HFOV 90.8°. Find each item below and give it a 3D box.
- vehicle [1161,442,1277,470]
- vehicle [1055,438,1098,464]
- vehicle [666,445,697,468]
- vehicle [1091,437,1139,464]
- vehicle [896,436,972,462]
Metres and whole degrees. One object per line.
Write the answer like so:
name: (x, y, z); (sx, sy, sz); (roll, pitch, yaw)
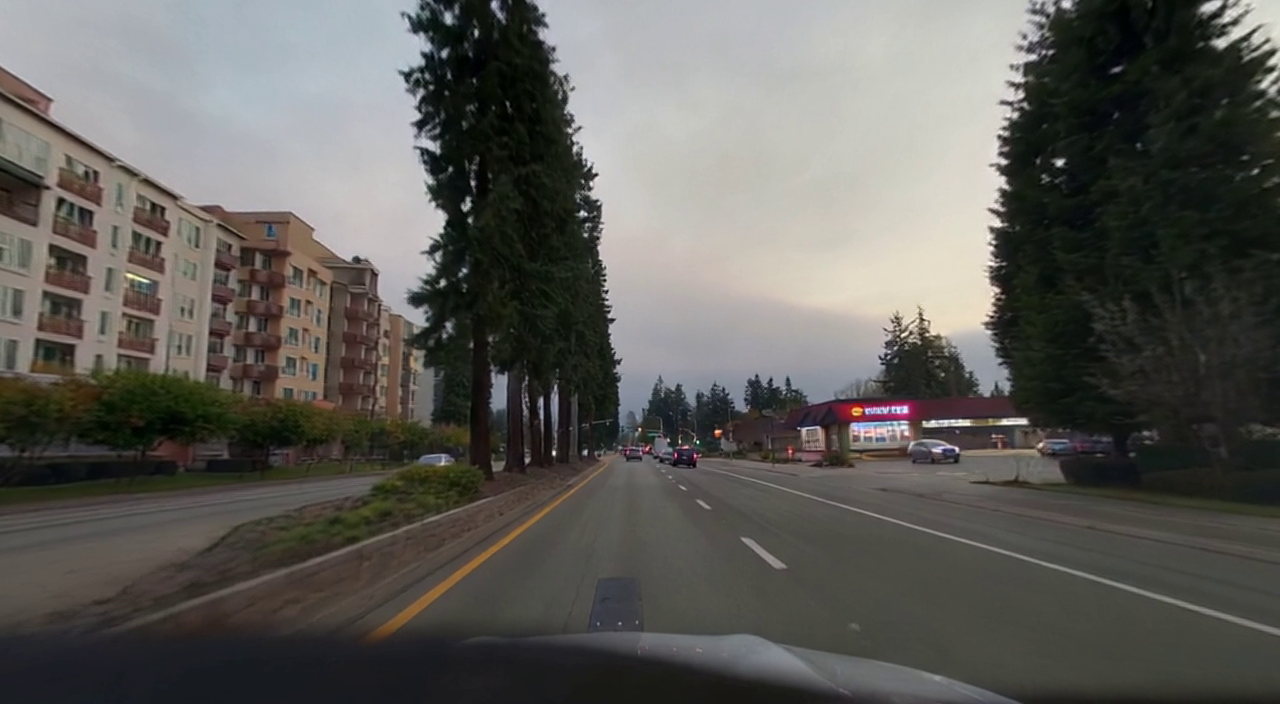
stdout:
vehicle: (34.872, 6.204, 38.175); (1.853, 1.552, 4.707); (4, -9, -30)
vehicle: (34.155, 7.692, 49.524); (2.181, 1.901, 4.222); (-4, -9, 28)
vehicle: (3.156, 8.078, 49.066); (2.041, 1.531, 4.236); (1, -8, -1)
vehicle: (36.738, 7.612, 48.981); (2.160, 1.948, 4.256); (-3, -9, 27)
vehicle: (20.619, 6.822, 44.420); (4.210, 1.727, 2.227); (1, -8, -8)
